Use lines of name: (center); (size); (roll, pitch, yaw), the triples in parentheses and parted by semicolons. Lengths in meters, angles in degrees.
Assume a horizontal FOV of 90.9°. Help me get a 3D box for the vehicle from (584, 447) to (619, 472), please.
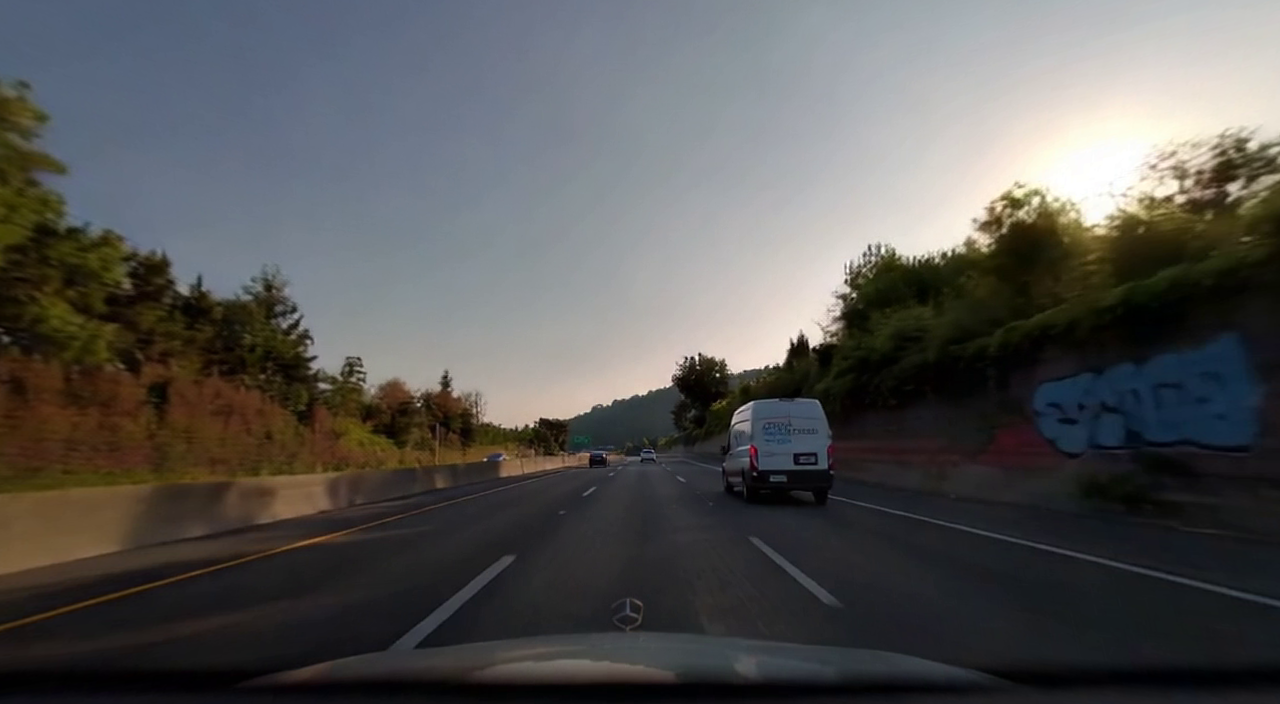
vehicle: (-2.582, 7.317, 43.029); (1.964, 1.618, 4.489); (0, -9, 2)

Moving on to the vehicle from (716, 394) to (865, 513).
vehicle: (3.640, 2.672, 16.730); (2.469, 2.591, 5.653); (0, -9, -1)
